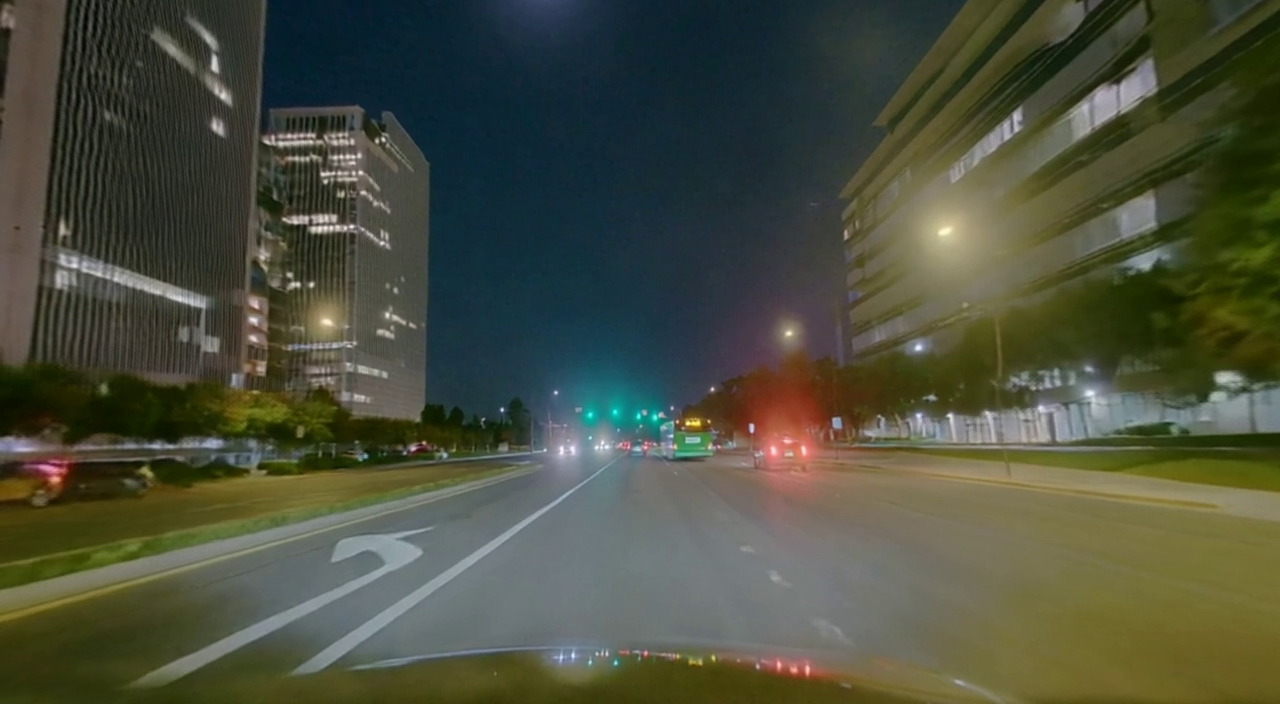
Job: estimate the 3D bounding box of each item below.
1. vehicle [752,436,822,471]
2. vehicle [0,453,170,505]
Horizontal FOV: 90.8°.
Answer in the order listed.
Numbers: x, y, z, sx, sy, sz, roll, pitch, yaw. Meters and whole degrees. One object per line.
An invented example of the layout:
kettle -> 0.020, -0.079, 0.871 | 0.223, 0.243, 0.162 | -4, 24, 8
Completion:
vehicle -> 6.590, 4.618, 28.801 | 1.992, 1.447, 4.414 | 1, -9, -2
vehicle -> -18.645, 4.204, 21.434 | 1.861, 1.499, 4.605 | 0, -9, -1
